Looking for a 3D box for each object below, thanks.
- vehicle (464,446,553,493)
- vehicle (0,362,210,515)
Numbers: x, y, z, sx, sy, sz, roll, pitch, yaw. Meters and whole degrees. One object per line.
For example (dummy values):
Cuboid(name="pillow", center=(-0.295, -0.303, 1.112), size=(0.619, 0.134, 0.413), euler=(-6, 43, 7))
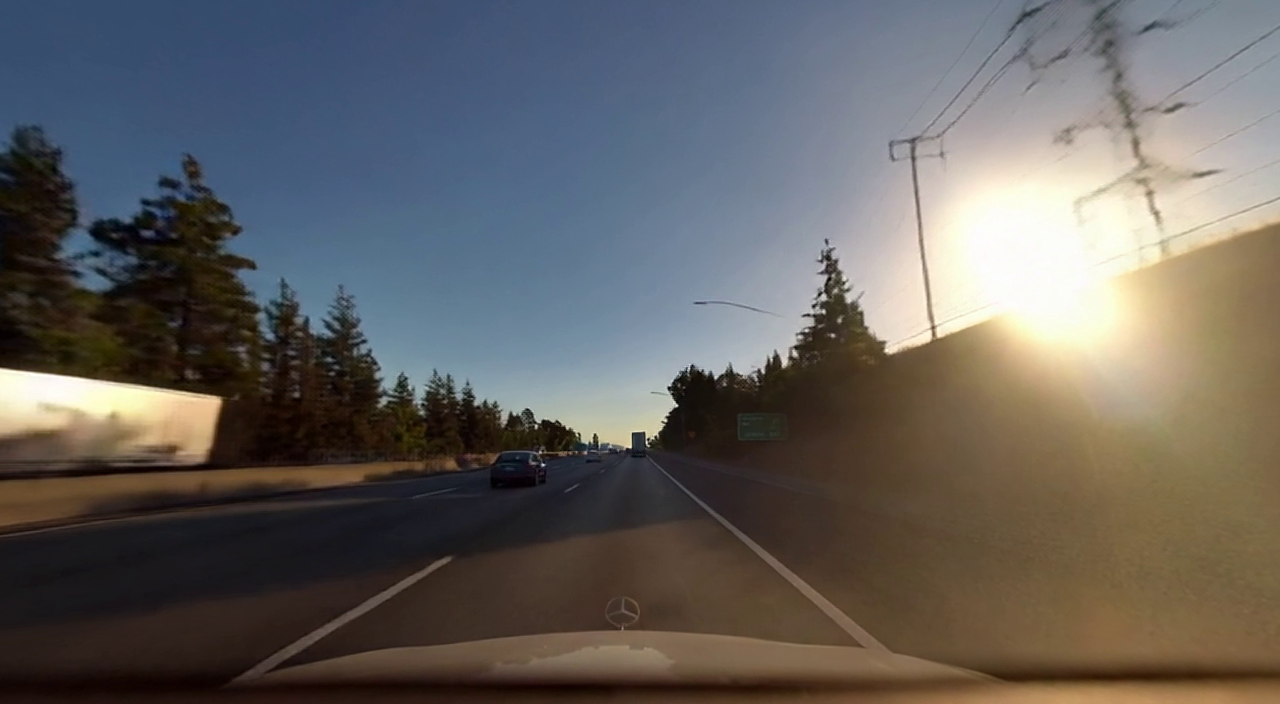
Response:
Cuboid(name="vehicle", center=(-4.401, 4.025, 21.881), size=(2.106, 1.445, 4.404), euler=(0, -9, 0))
Cuboid(name="vehicle", center=(-18.214, 2.462, 17.705), size=(2.907, 3.949, 13.475), euler=(0, -9, -1))
